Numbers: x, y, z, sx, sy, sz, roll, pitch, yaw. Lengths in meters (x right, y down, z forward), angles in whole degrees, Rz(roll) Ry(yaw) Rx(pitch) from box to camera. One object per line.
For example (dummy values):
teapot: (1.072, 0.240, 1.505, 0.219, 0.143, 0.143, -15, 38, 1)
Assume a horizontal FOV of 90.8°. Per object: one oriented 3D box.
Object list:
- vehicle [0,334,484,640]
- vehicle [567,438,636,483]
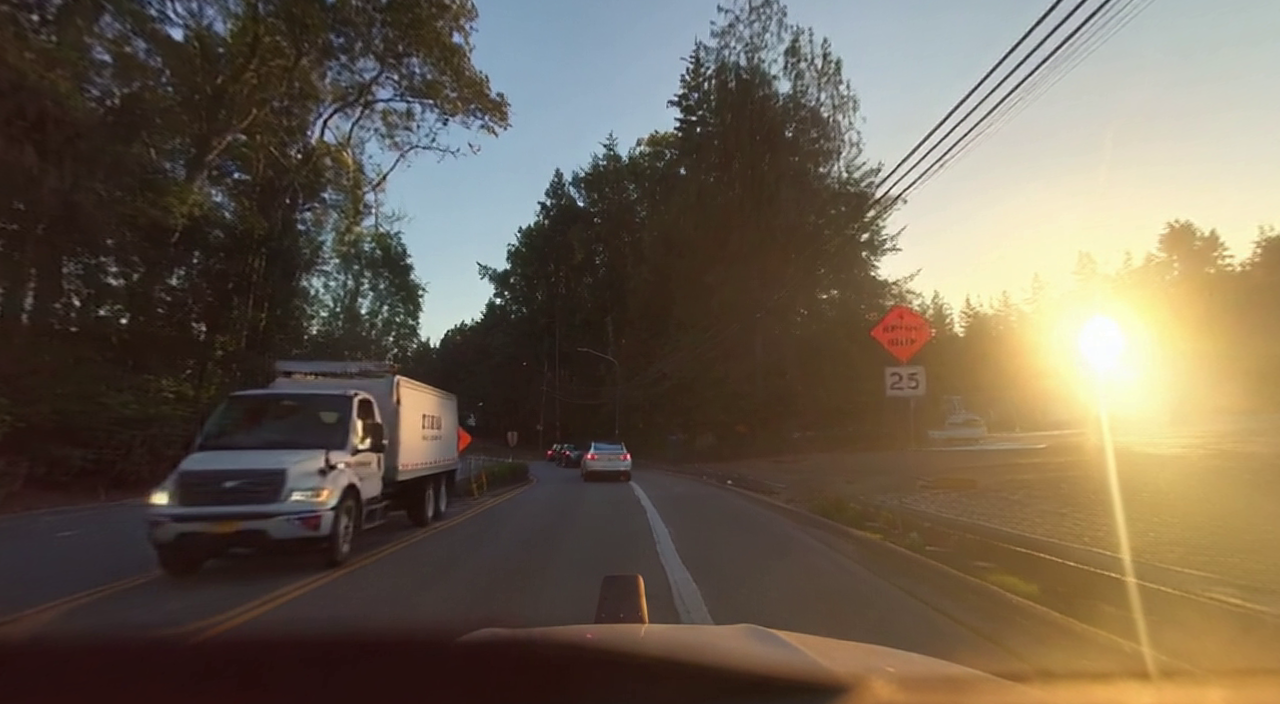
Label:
vehicle: (-3.653, 1.344, 7.417, 2.671, 2.053, 6.074, 1, -8, -6)
vehicle: (-1.510, 3.916, 23.113, 2.186, 1.463, 4.356, 1, -8, -8)
